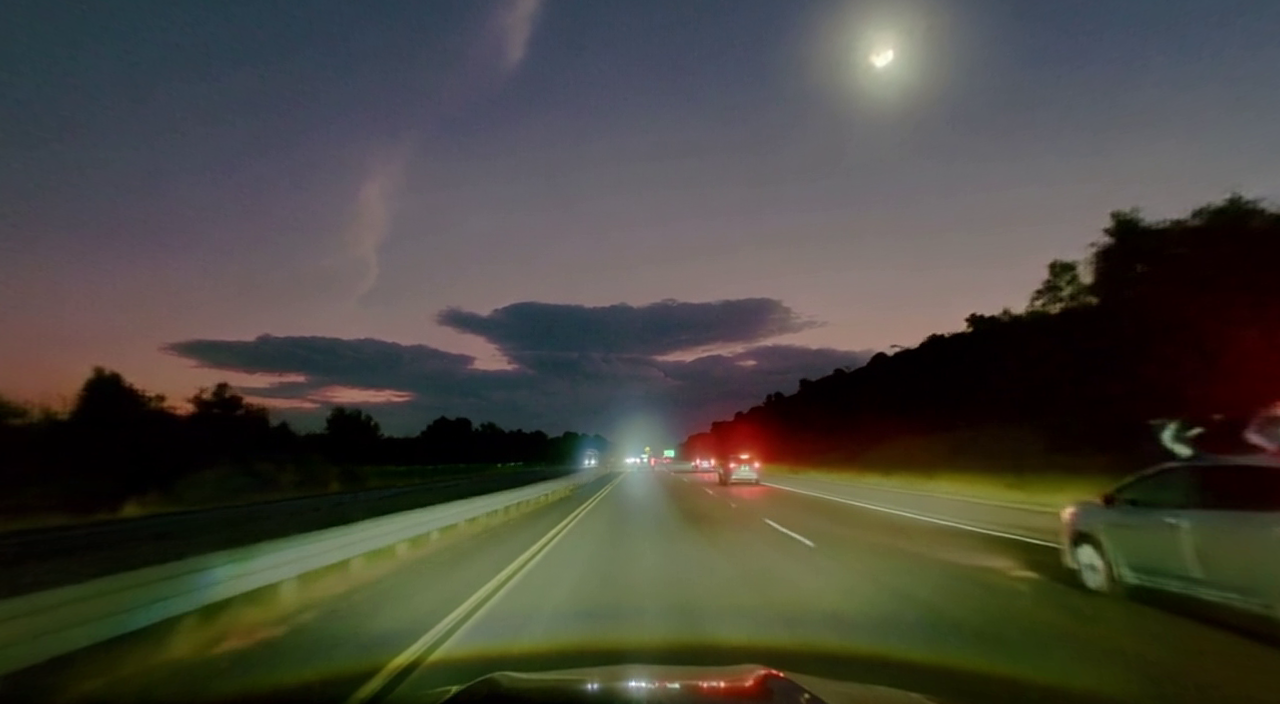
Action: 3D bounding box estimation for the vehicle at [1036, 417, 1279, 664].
[{"bbox_3d":[4.961,1.242,4.390,1.964,1.513,3.707,0,-9,0],"label":"vehicle"}]

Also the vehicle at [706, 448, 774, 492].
[{"bbox_3d":[4.109,4.931,26.683,2.122,1.662,4.392,0,-9,0],"label":"vehicle"}]
